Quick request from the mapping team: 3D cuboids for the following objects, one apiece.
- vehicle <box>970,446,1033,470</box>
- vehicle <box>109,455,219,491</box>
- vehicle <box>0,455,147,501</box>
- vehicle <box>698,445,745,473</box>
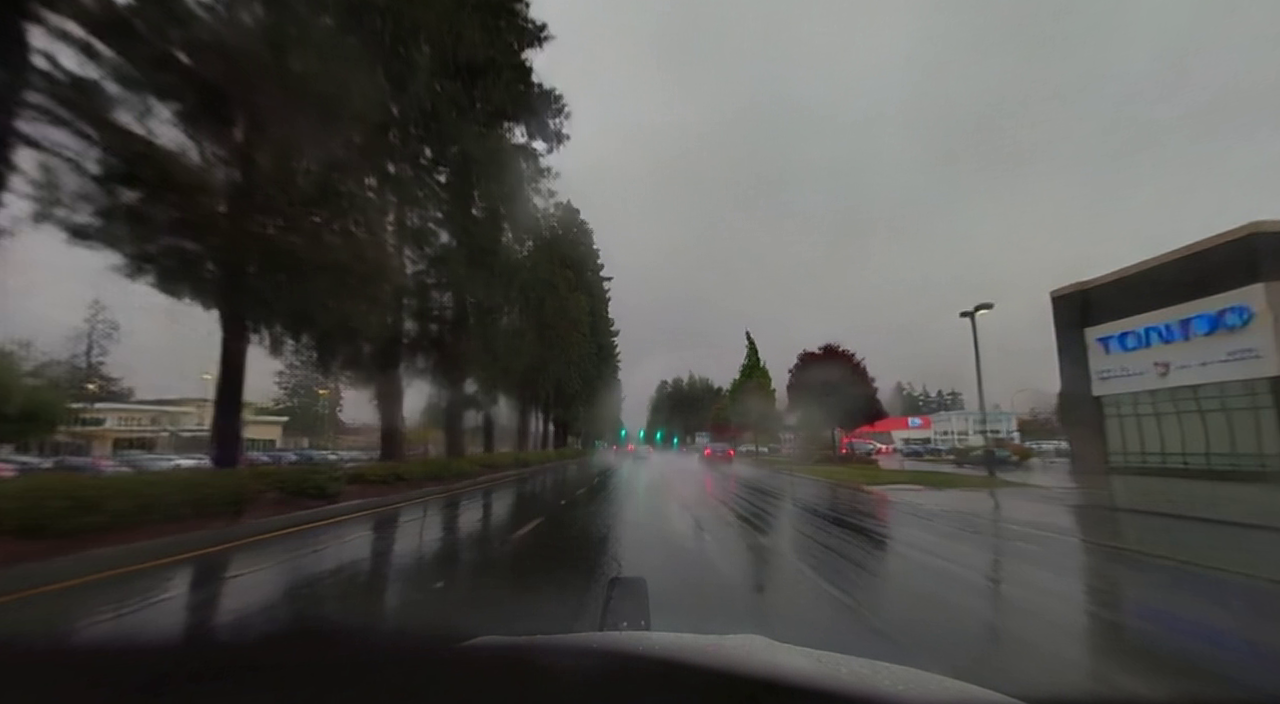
[{"bbox_3d":[26.600,7.807,46.565,1.959,1.646,4.226,1,-8,-4],"label":"vehicle"},{"bbox_3d":[-22.707,5.764,30.325,1.841,1.510,4.389,0,-8,0],"label":"vehicle"},{"bbox_3d":[-22.695,5.005,25.462,1.674,1.483,4.741,-4,-8,1],"label":"vehicle"},{"bbox_3d":[4.455,5.934,35.150,1.916,1.459,4.335,0,-8,-1],"label":"vehicle"}]
